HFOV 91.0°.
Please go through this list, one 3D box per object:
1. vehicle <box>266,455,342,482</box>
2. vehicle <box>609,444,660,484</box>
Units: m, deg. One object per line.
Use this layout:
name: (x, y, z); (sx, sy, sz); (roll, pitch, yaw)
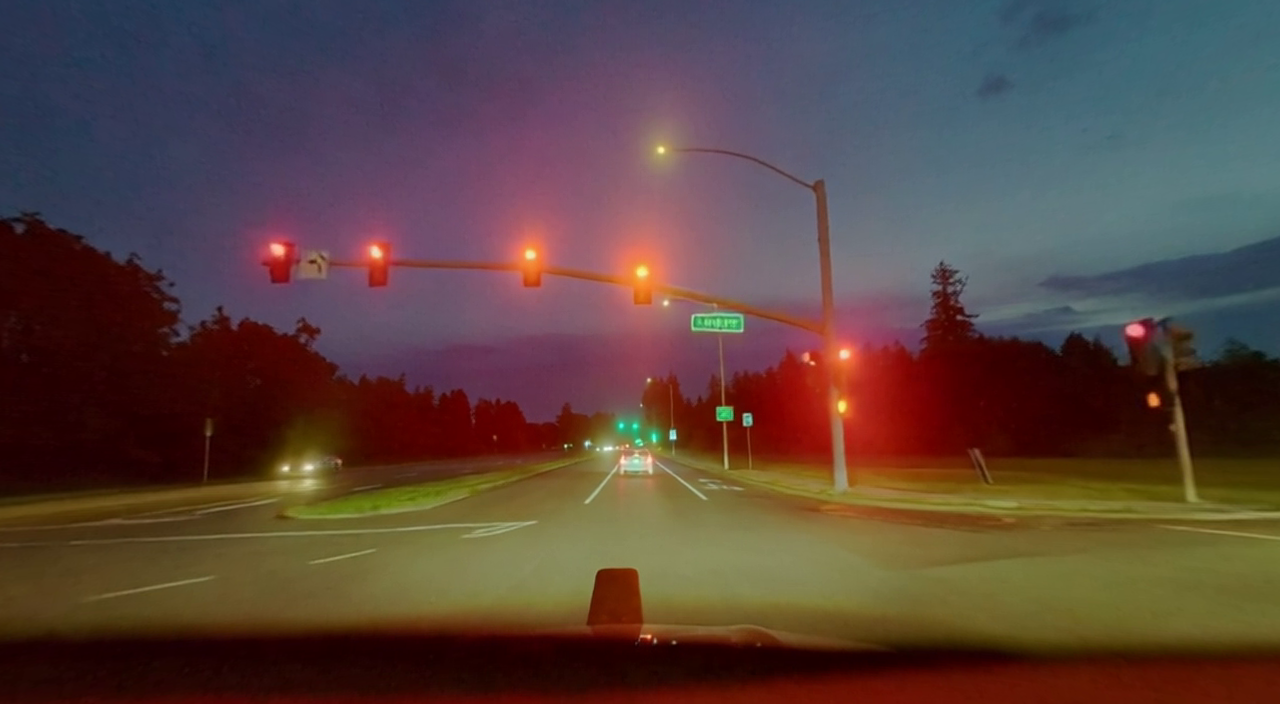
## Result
vehicle: (-20.981, 7.306, 39.580); (2.175, 1.492, 4.722); (-1, -9, 1)
vehicle: (-0.231, 4.587, 26.035); (1.954, 1.469, 3.465); (-1, -9, 0)
